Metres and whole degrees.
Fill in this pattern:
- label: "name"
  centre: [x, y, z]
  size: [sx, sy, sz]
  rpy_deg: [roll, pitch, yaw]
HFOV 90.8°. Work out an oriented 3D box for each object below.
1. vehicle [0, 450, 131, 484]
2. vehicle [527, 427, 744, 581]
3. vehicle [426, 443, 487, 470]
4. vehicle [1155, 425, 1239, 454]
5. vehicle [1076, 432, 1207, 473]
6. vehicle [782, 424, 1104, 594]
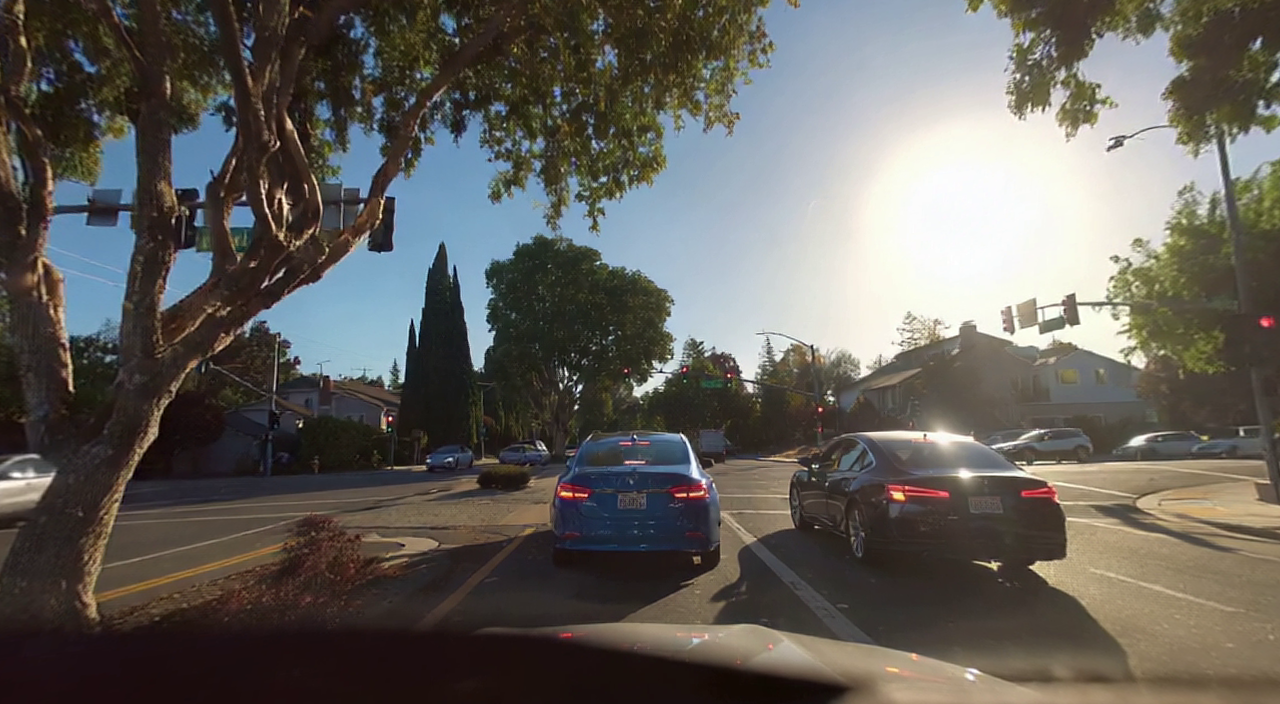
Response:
- label: "vehicle"
  centre: [-28.174, 5.614, 31.058]
  size: [4.538, 1.591, 1.949]
  rpy_deg: [0, -8, 1]
- label: "vehicle"
  centre: [-0.061, 1.783, 8.248]
  size: [2.103, 1.478, 4.073]
  rpy_deg: [0, -8, -1]
- label: "vehicle"
  centre: [-11.192, 6.424, 38.940]
  size: [2.102, 1.531, 5.072]
  rpy_deg: [0, -8, 1]
- label: "vehicle"
  centre: [41.711, 6.582, 47.359]
  size: [4.388, 2.079, 1.960]
  rpy_deg: [0, -8, -2]
- label: "vehicle"
  centre: [23.972, 4.788, 30.321]
  size: [4.520, 1.762, 2.005]
  rpy_deg: [-2, -8, -1]
- label: "vehicle"
  centre: [3.181, 1.713, 7.765]
  size: [1.913, 1.505, 4.097]
  rpy_deg: [0, -8, 0]
